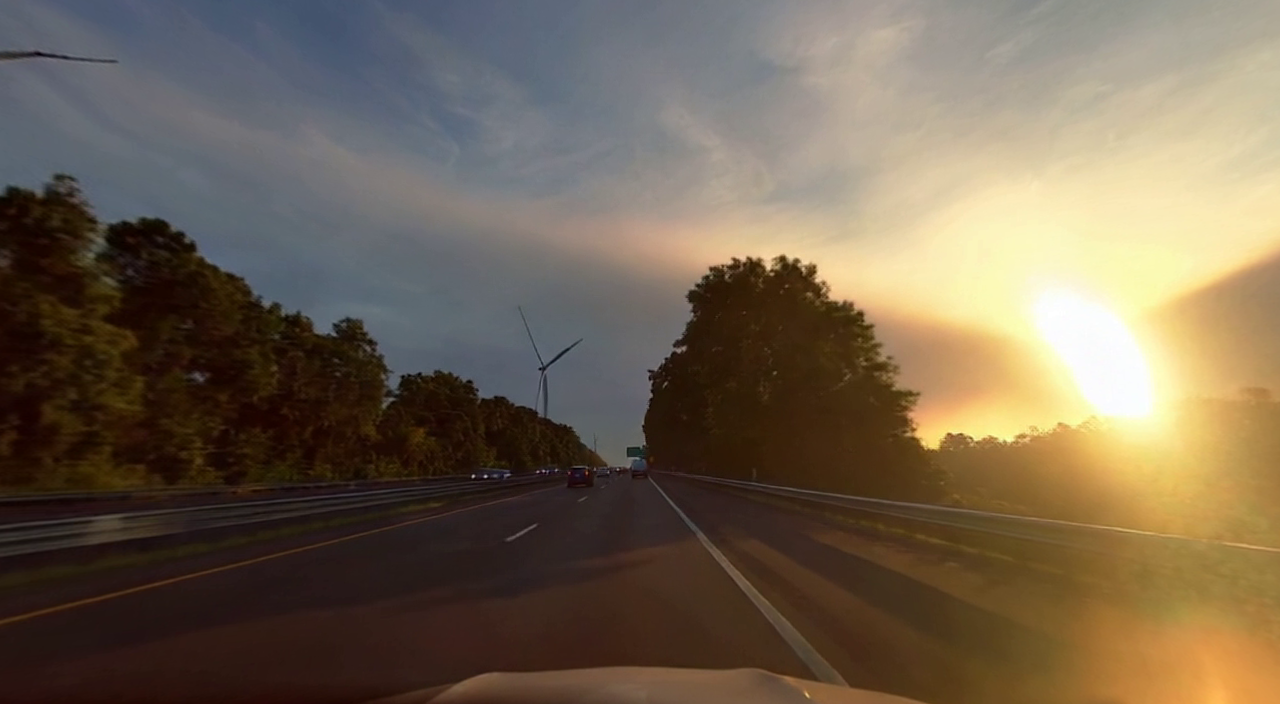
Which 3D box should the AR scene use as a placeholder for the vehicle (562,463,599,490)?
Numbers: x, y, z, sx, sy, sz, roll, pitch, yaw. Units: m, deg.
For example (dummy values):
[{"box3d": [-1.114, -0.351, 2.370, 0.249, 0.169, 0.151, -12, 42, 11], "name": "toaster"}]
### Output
[{"box3d": [-4.033, 8.549, 43.471, 2.124, 1.705, 4.440, 1, -11, 0], "name": "vehicle"}]
